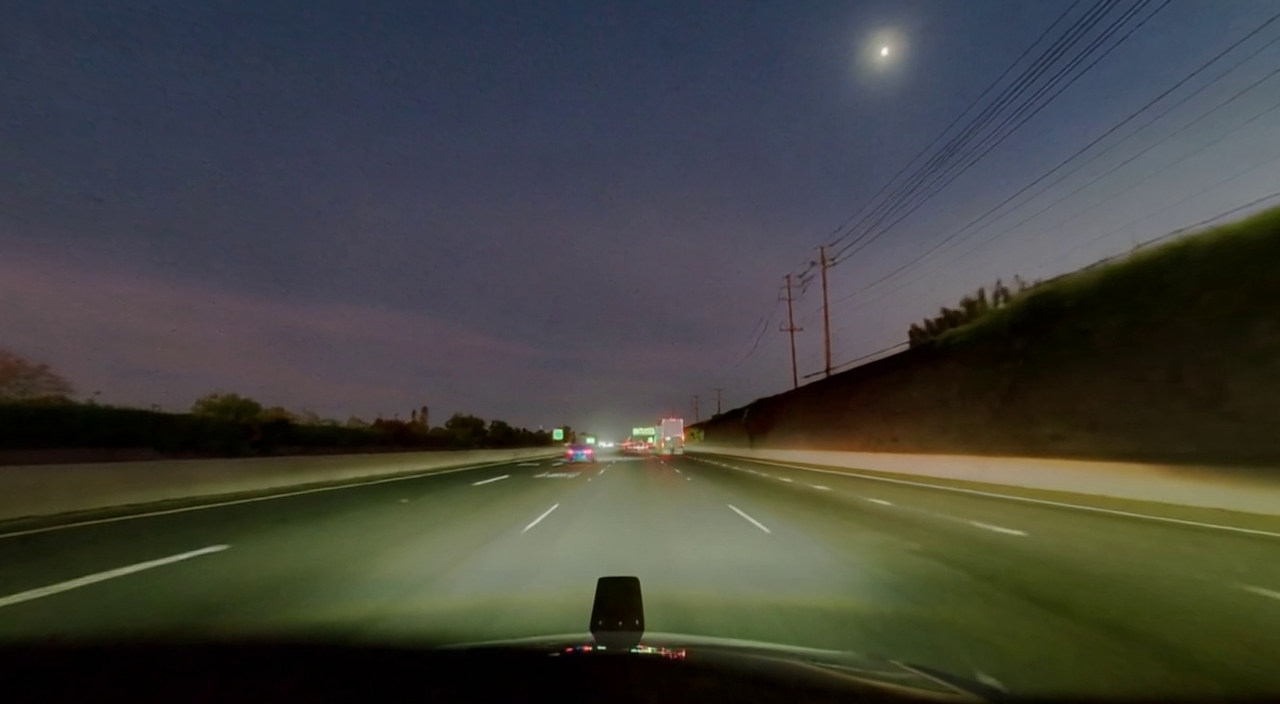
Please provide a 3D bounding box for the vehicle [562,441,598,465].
[{"bbox_3d":[-3.970,6.770,42.396,2.009,1.533,4.175,0,-9,0],"label":"vehicle"}]
